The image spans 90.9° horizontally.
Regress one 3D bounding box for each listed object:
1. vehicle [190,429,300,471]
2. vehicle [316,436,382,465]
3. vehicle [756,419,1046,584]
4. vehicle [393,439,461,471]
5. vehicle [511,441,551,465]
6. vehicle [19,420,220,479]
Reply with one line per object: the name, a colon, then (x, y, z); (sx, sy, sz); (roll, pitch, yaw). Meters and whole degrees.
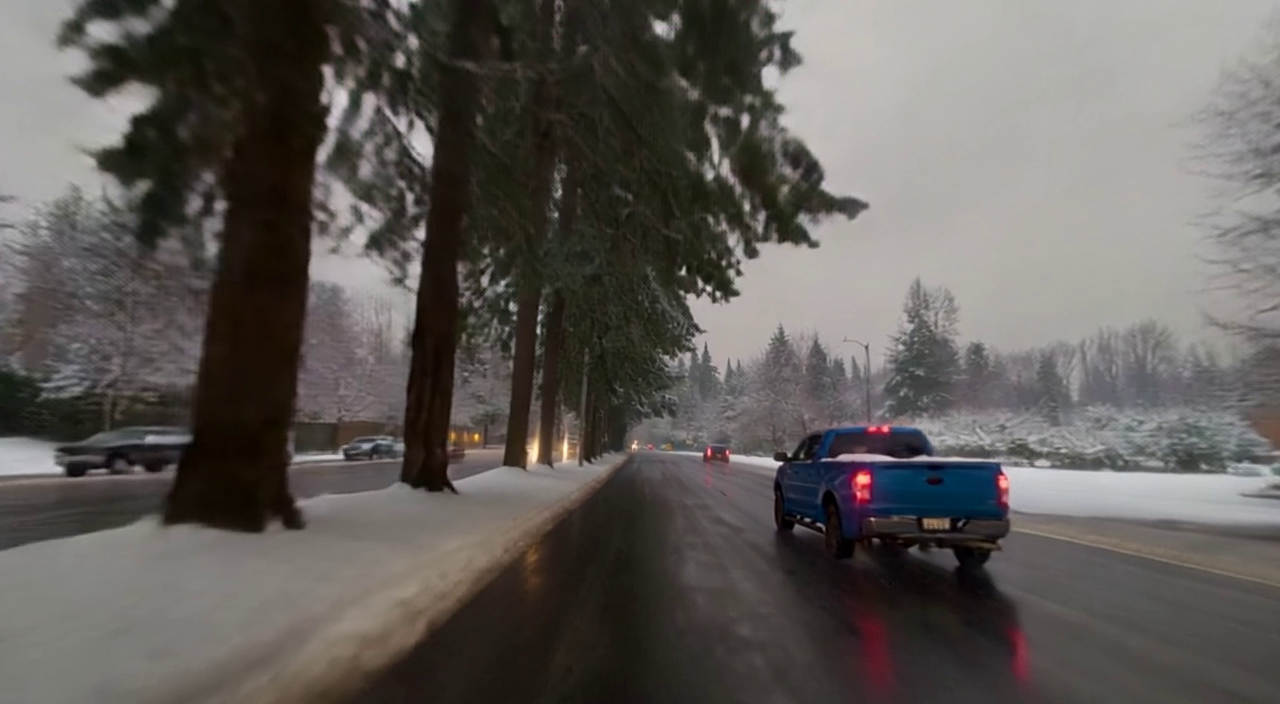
vehicle: (-18.498, 4.624, 29.844); (2.051, 1.821, 4.721); (0, -9, 1)
vehicle: (-18.606, 6.315, 40.577); (2.025, 1.766, 4.620); (0, -9, 0)
vehicle: (3.182, 1.923, 9.004); (2.108, 1.712, 4.616); (0, -9, -1)
vehicle: (-10.937, 5.316, 32.720); (1.999, 1.519, 4.249); (0, -9, 1)
vehicle: (-7.895, 7.342, 46.079); (2.121, 1.639, 4.525); (0, -9, 0)
vehicle: (-18.618, 3.564, 23.112); (2.398, 1.883, 5.729); (0, -9, 1)
